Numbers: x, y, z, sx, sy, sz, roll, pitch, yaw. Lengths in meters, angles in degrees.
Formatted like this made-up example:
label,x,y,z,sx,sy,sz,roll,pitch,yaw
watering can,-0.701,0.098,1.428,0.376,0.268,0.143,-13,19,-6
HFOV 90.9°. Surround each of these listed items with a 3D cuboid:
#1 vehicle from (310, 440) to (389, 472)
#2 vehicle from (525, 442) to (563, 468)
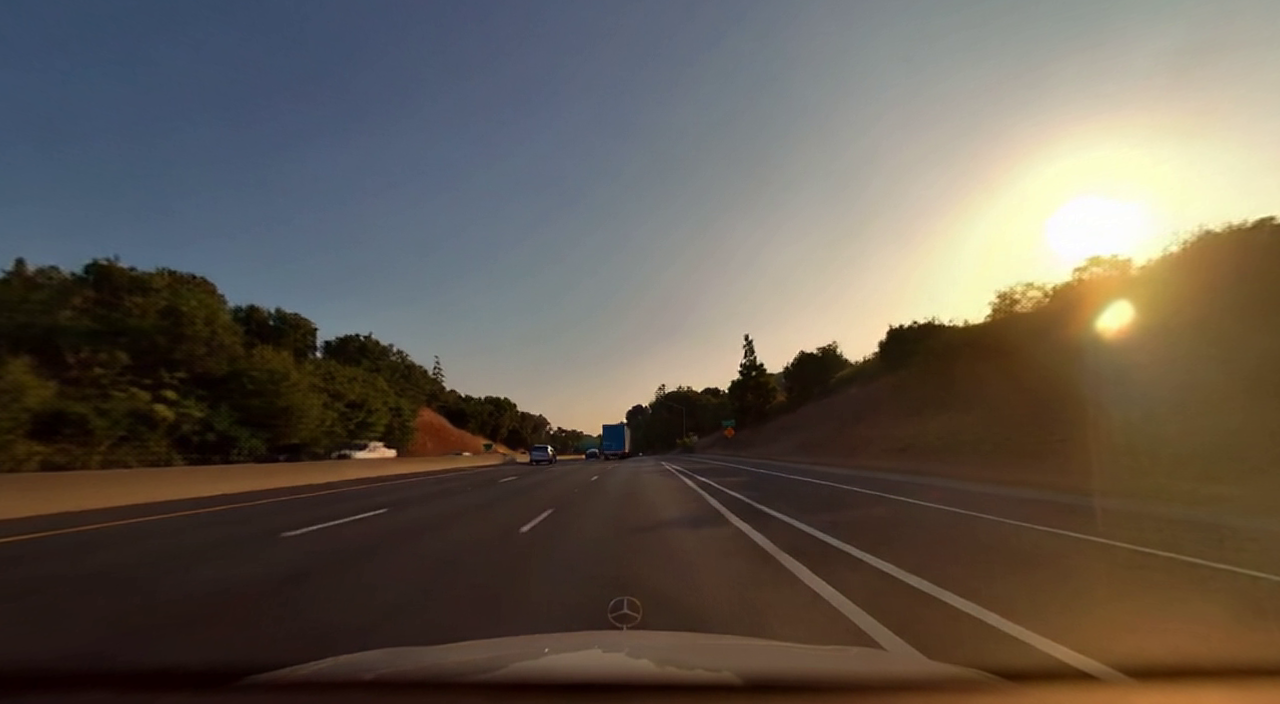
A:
label,x,y,z,sx,sy,sz,roll,pitch,yaw
vehicle,-17.171,6.173,37.665,2.134,1.726,5.214,0,-8,1
vehicle,-7.098,7.652,46.878,2.043,1.828,4.436,0,-8,1
